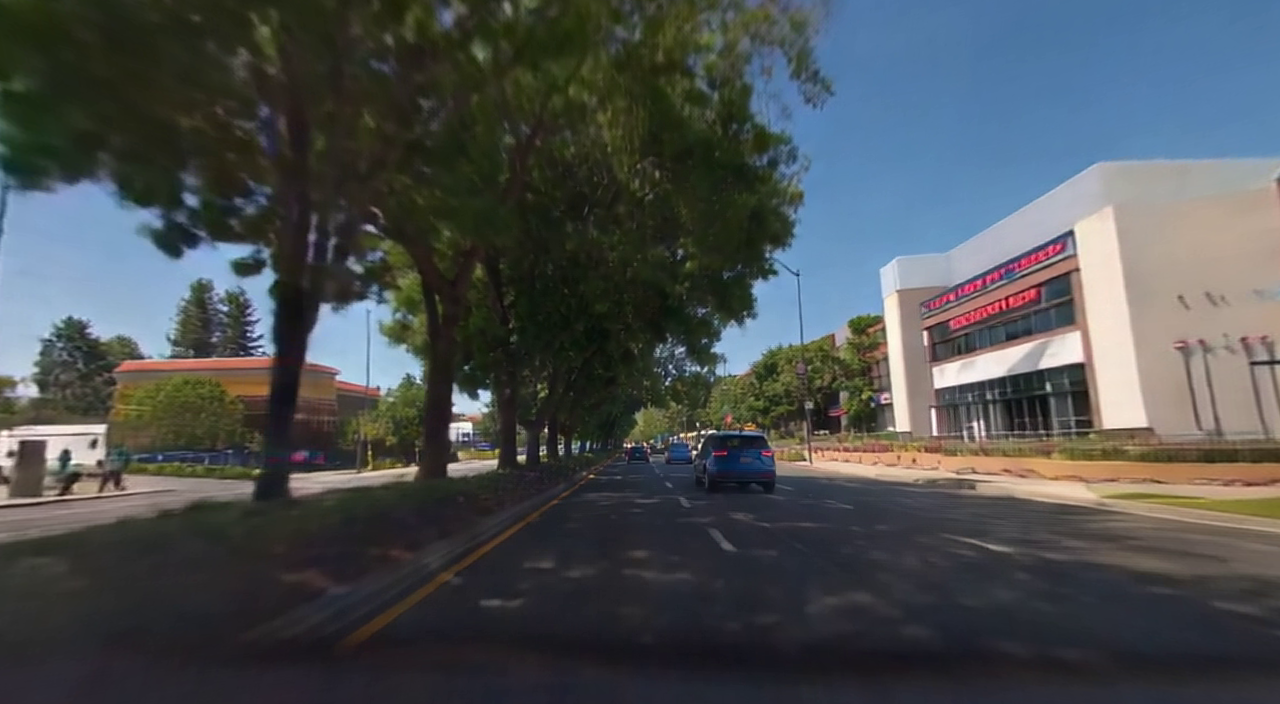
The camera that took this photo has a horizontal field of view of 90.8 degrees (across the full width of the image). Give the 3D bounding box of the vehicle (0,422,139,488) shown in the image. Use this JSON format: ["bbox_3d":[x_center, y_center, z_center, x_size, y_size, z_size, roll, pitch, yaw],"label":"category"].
[{"bbox_3d":[-26.965,4.701,28.912,5.905,2.803,2.261,0,-9,-2],"label":"vehicle"}]

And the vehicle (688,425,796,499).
[{"bbox_3d":[2.702,3.074,18.001,2.140,1.811,4.593,0,-9,-2],"label":"vehicle"}]

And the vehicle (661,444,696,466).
[{"bbox_3d":[2.523,6.860,42.250,1.970,1.402,3.756,0,-9,-2],"label":"vehicle"}]

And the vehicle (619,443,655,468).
[{"bbox_3d":[-0.204,6.317,38.696,2.056,1.440,3.798,0,-9,-1],"label":"vehicle"}]
